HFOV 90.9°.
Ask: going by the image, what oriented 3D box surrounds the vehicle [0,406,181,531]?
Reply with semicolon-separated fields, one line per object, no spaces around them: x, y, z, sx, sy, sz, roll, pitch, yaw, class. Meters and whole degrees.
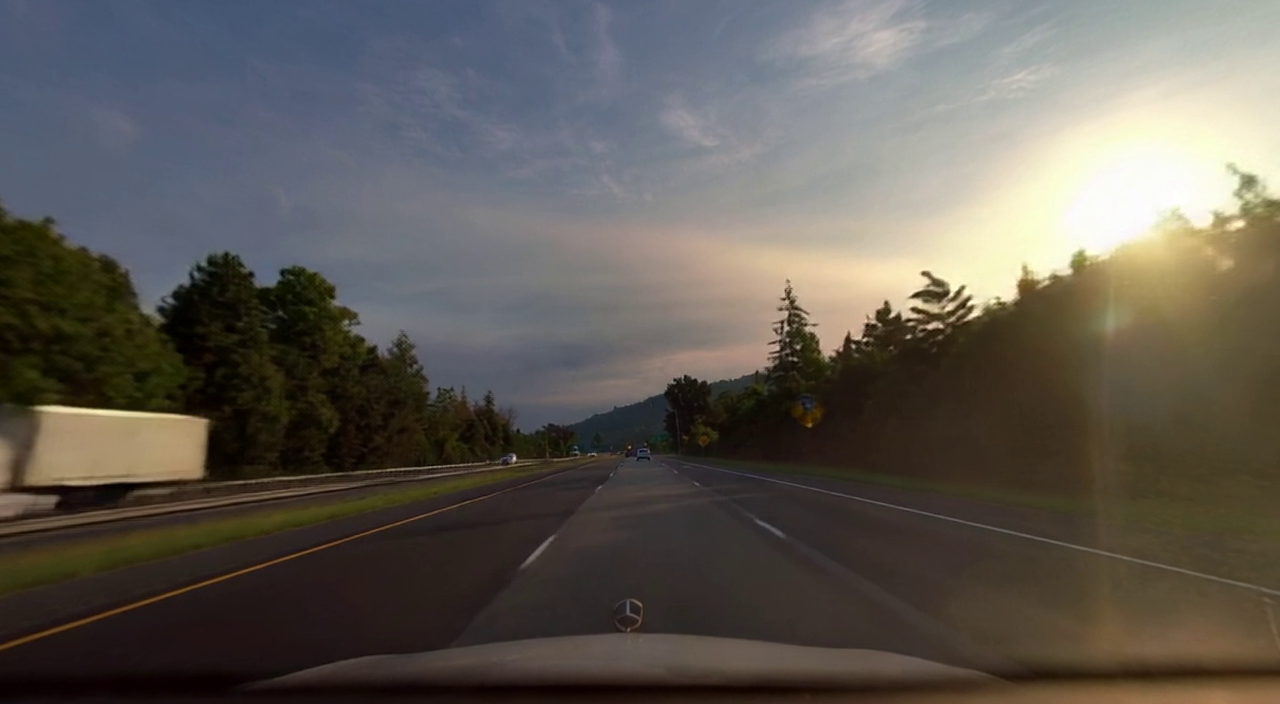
-17.034;3.197;17.828;2.536;3.058;7.355;0;-8;0;vehicle
